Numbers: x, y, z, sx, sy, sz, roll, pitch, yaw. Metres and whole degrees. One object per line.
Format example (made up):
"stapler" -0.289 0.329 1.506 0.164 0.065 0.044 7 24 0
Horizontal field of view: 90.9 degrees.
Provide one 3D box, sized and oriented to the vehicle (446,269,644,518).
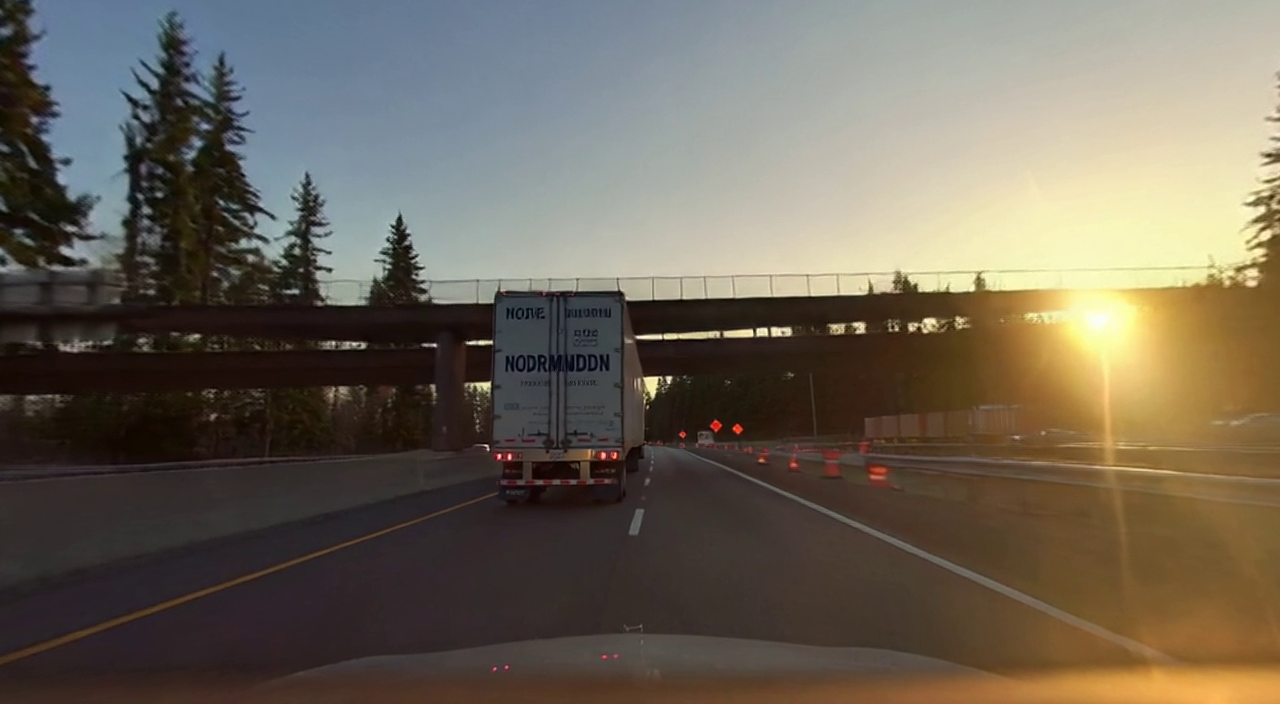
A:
"vehicle" -1.446 1.808 18.362 2.873 4.060 16.327 0 -8 1
